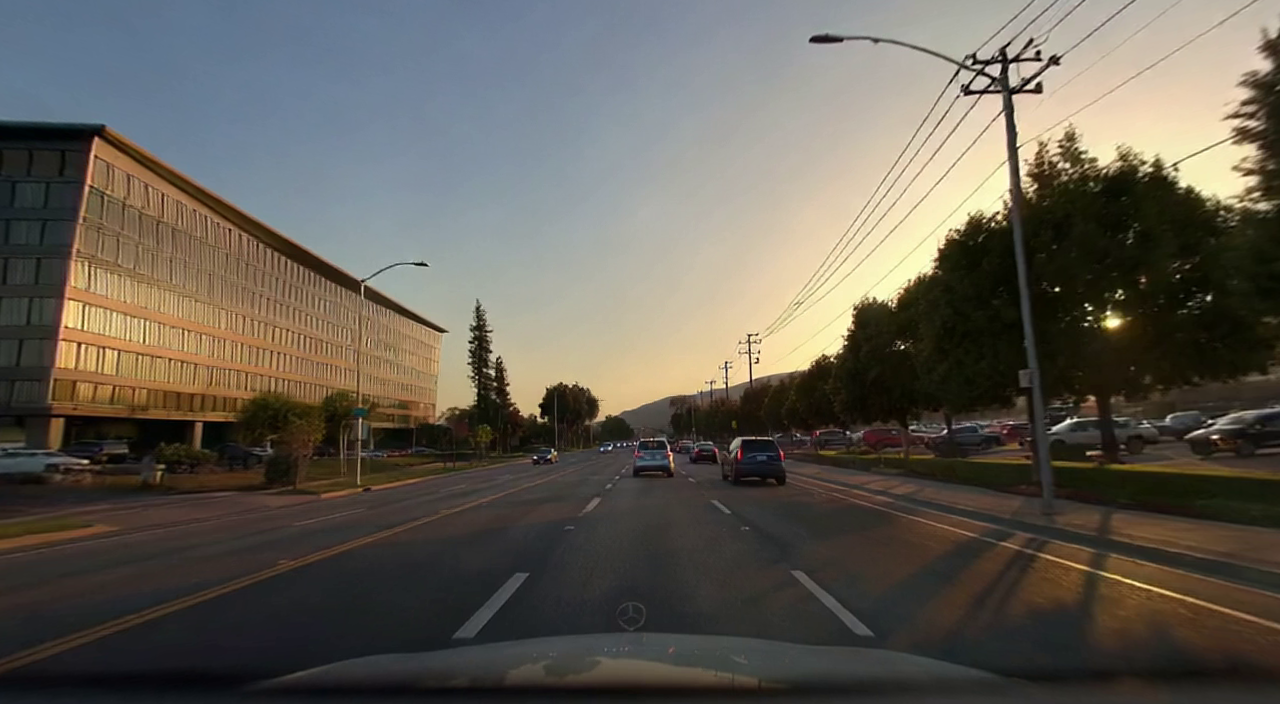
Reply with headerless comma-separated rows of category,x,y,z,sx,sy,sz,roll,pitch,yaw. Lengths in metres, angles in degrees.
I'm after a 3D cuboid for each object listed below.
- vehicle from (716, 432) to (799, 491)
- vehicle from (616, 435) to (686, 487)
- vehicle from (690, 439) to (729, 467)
vehicle,3.678,3.512,20.483,1.914,1.698,4.049,0,-9,0
vehicle,0.373,3.778,22.144,2.200,1.653,4.127,0,-9,1
vehicle,4.392,6.488,40.627,2.024,1.711,4.512,0,-9,0
